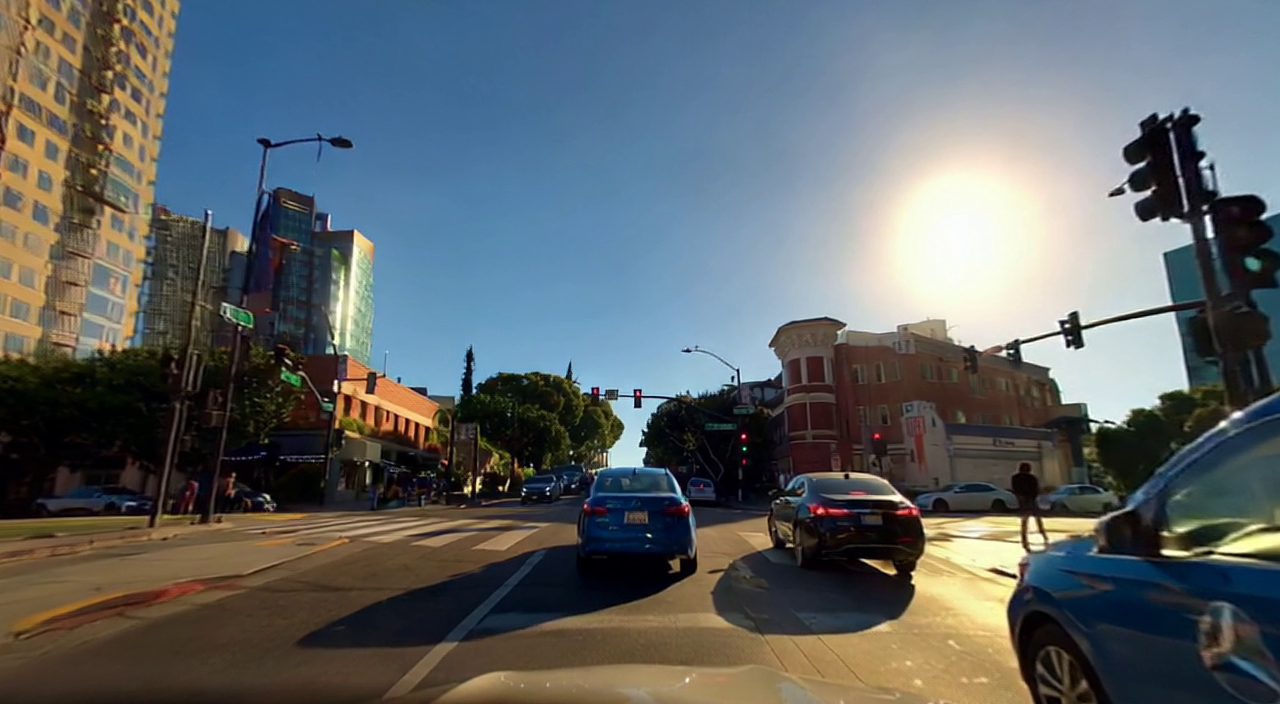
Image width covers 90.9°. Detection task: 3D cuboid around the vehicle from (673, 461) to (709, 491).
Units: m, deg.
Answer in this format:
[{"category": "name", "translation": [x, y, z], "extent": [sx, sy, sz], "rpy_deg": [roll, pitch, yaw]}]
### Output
[{"category": "vehicle", "translation": [3.762, 9.223, 47.244], "extent": [2.365, 1.994, 4.259], "rpy_deg": [0, -9, 0]}]

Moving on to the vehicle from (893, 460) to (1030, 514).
[{"category": "vehicle", "translation": [14.694, 6.177, 29.054], "extent": [4.974, 2.266, 2.324], "rpy_deg": [0, -9, -1]}]

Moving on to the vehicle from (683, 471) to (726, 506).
[{"category": "vehicle", "translation": [3.786, 8.154, 37.894], "extent": [1.908, 1.741, 4.066], "rpy_deg": [0, -9, -3]}]

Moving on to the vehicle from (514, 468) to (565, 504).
[{"category": "vehicle", "translation": [-6.008, 8.052, 38.198], "extent": [2.226, 1.896, 4.438], "rpy_deg": [-1, -9, 1]}]

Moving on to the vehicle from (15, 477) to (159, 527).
[{"category": "vehicle", "translation": [-25.348, 6.875, 29.043], "extent": [4.588, 2.048, 2.110], "rpy_deg": [-1, -9, 1]}]

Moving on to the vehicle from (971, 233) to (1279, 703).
[{"category": "vehicle", "translation": [3.186, 0.429, 0.444], "extent": [2.632, 1.979, 6.096], "rpy_deg": [-1, -9, 1]}]

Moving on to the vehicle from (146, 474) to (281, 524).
[{"category": "vehicle", "translation": [-19.507, 6.723, 28.990], "extent": [4.750, 2.083, 2.002], "rpy_deg": [-1, -9, 3]}]
